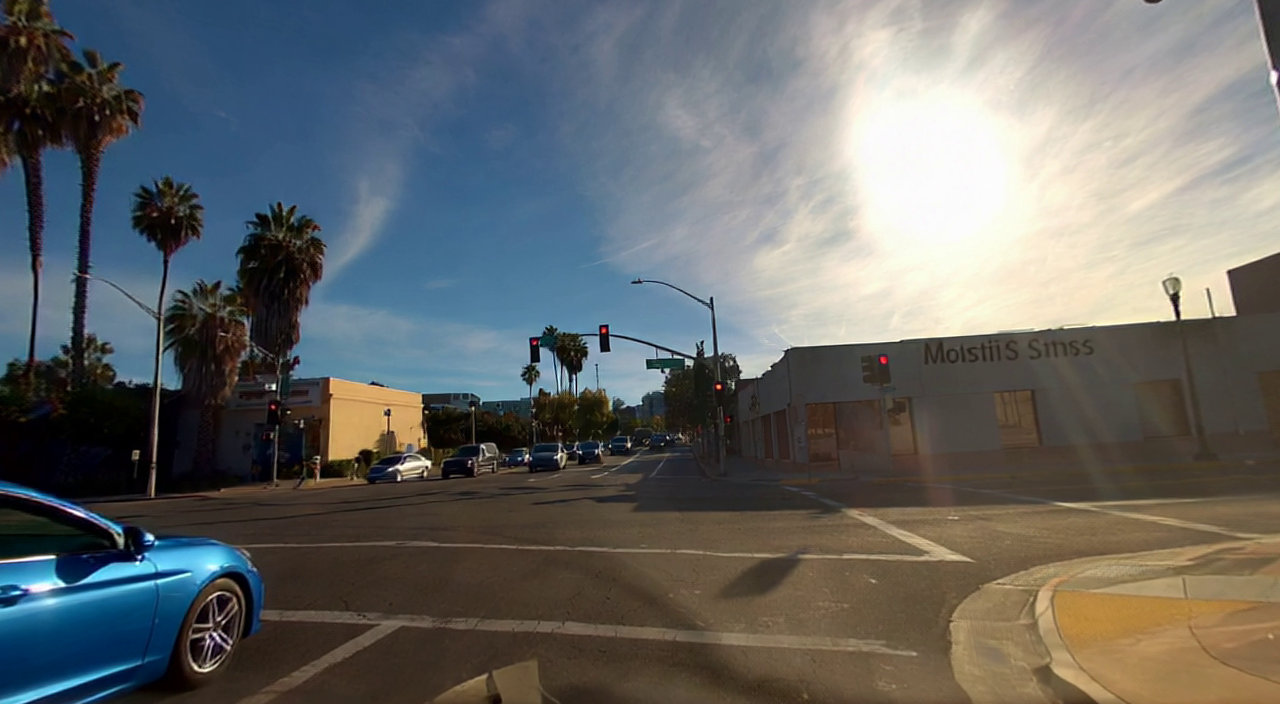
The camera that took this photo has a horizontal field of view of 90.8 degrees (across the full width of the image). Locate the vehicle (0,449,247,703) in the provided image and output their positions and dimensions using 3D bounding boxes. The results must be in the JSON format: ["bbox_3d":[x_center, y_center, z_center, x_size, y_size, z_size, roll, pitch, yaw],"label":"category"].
[{"bbox_3d":[-3.695,1.020,2.242,1.850,1.325,4.295,0,-9,0],"label":"vehicle"}]

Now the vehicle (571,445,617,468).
[{"bbox_3d":[-3.152,7.238,44.016,1.839,1.468,4.549,-2,-9,14],"label":"vehicle"}]

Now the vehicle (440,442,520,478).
[{"bbox_3d":[-8.637,5.883,34.695,2.152,1.825,5.406,-2,-9,10],"label":"vehicle"}]

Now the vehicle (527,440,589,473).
[{"bbox_3d":[-4.642,6.008,36.488,2.092,1.709,4.775,-2,-9,12],"label":"vehicle"}]

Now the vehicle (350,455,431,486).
[{"bbox_3d":[-12.769,6.080,32.686,1.880,1.440,4.418,-1,-9,8],"label":"vehicle"}]
